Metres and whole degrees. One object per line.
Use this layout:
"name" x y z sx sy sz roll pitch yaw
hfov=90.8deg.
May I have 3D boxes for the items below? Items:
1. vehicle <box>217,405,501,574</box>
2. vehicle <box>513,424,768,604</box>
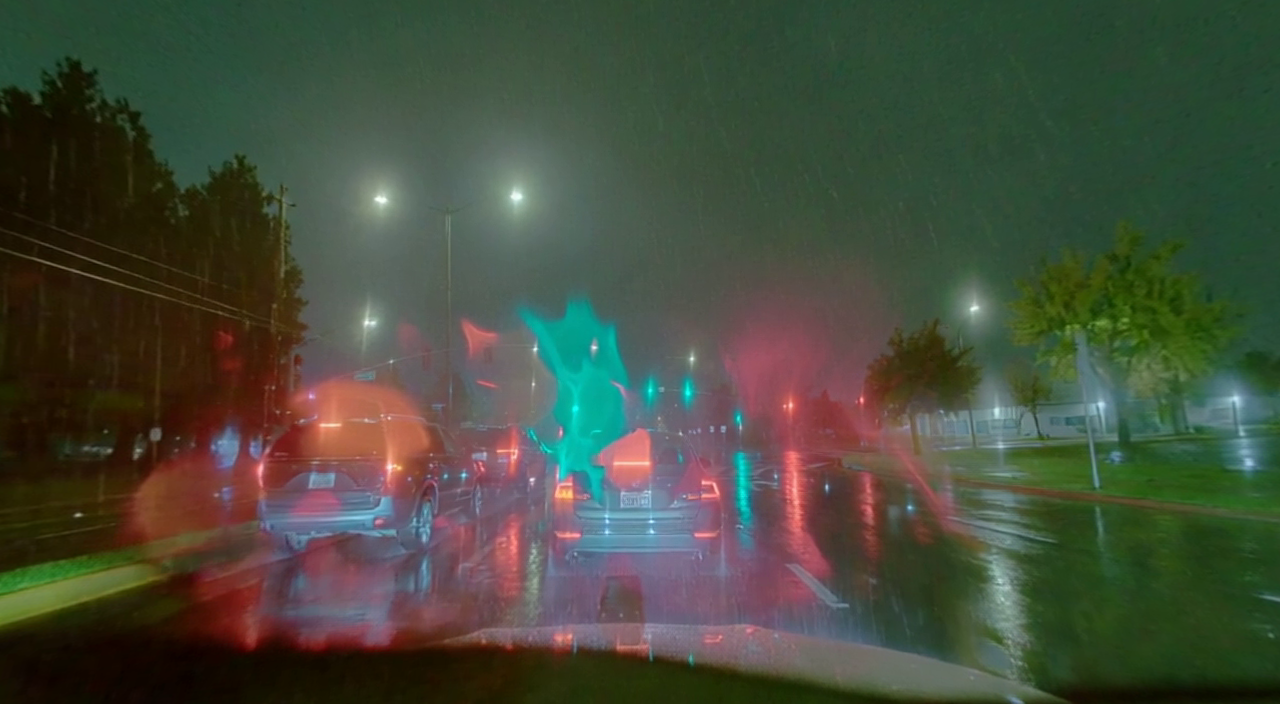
"vehicle" -3.418 1.754 8.807 2.046 1.751 4.208 0 -8 -1
"vehicle" -0.048 1.643 7.325 2.126 1.475 3.967 0 -8 -2
